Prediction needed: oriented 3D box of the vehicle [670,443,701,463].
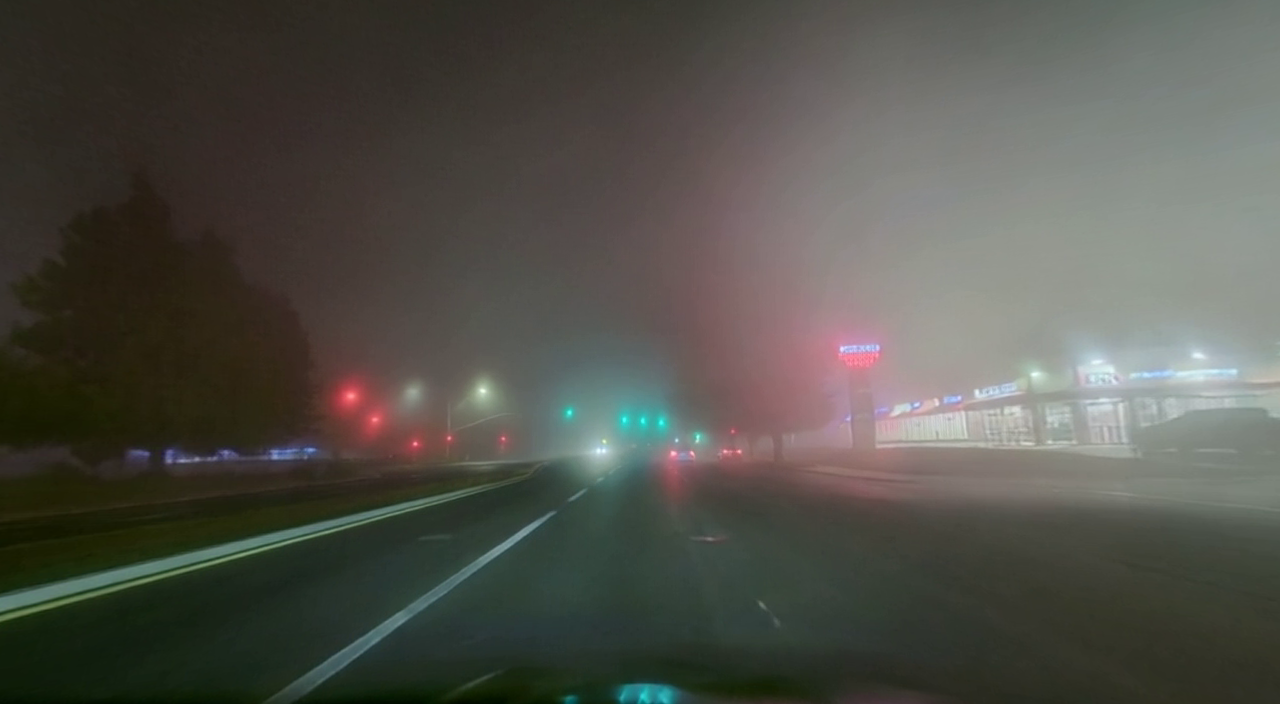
[{"bbox_3d":[3.459,7.763,48.722,2.057,1.470,4.454,0,-8,0],"label":"vehicle"}]
